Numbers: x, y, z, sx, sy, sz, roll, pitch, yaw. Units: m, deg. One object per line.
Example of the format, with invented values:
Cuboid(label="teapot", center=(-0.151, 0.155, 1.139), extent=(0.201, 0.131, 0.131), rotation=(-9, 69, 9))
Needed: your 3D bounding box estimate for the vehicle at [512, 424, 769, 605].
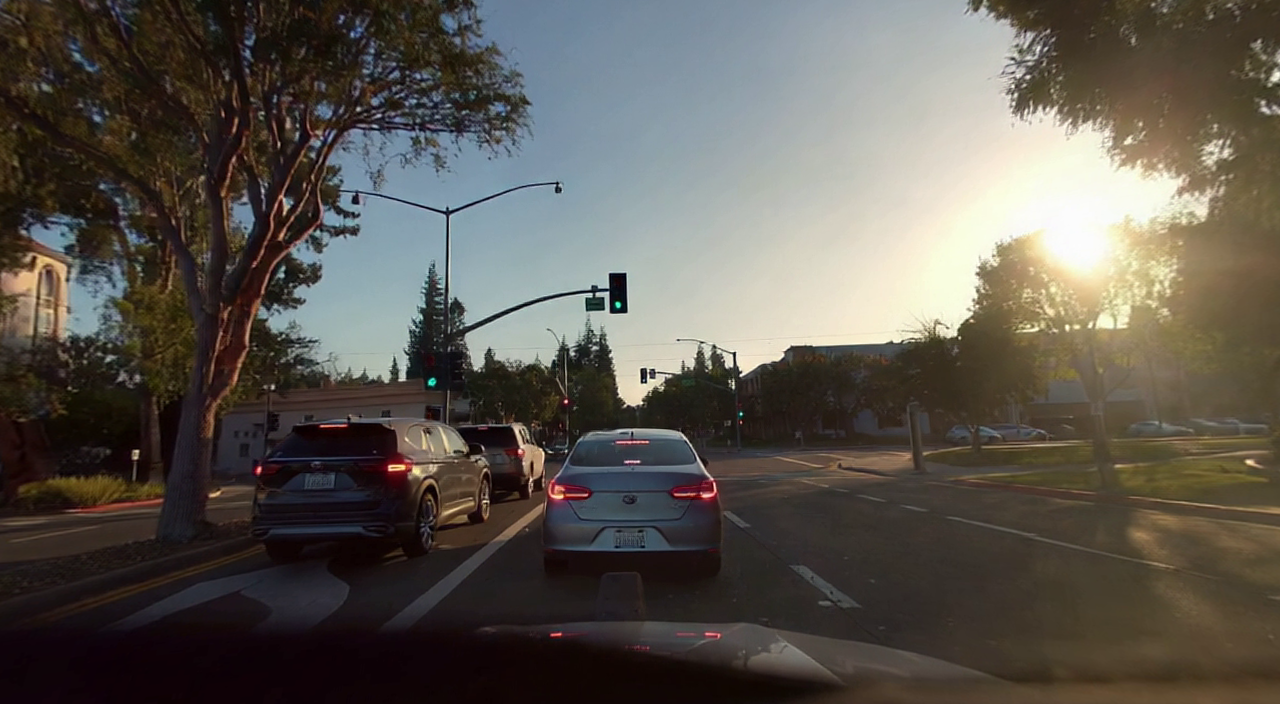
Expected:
Cuboid(label="vehicle", center=(-0.052, 1.646, 7.305), extent=(2.126, 1.475, 3.967), rotation=(0, -8, -2))

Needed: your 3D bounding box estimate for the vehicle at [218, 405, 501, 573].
Cuboid(label="vehicle", center=(-3.427, 1.755, 8.835), extent=(2.046, 1.751, 4.208), rotation=(0, -8, -1))
